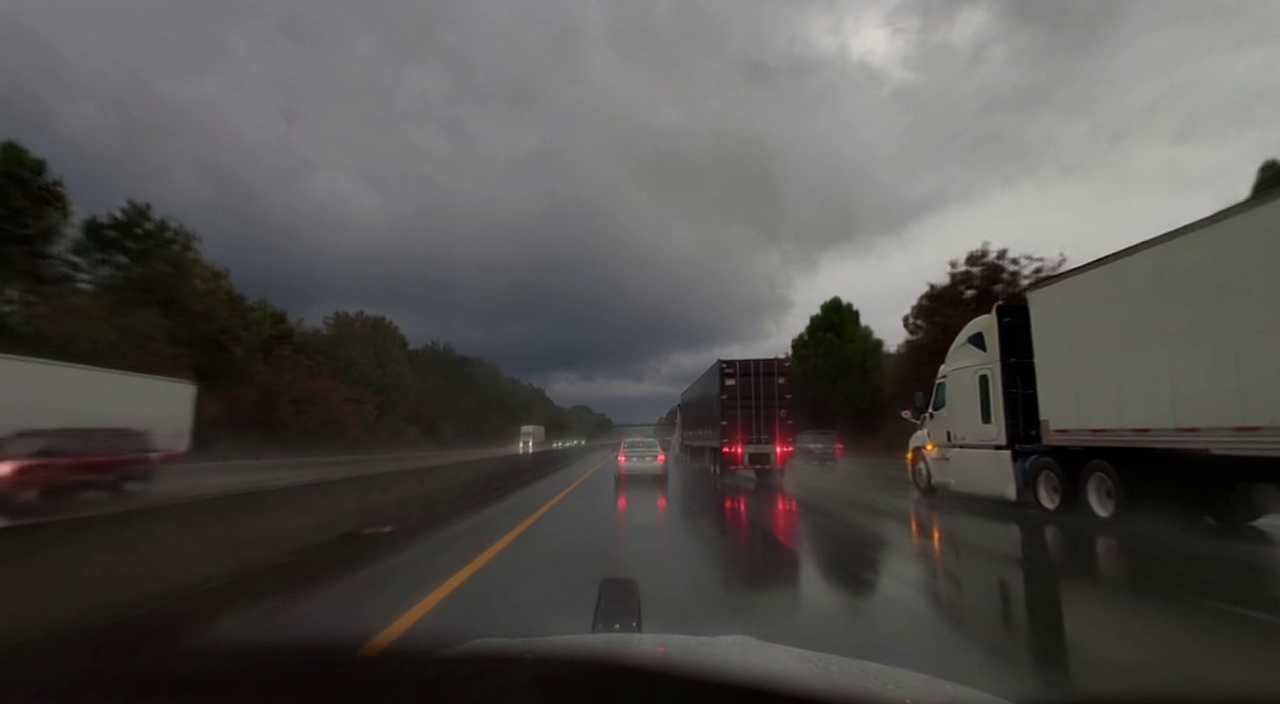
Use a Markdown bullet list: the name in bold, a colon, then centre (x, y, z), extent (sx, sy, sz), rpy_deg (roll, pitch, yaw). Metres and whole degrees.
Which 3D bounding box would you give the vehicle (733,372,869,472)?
- **vehicle**: centre (7.671, 3.801, 33.044), extent (2.876, 4.111, 14.145), rpy_deg (0, -8, -2)

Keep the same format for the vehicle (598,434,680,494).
- **vehicle**: centre (-0.077, 3.053, 17.653), extent (2.038, 1.477, 3.773), rpy_deg (0, -8, -2)

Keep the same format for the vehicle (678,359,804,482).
- **vehicle**: centre (3.802, 3.203, 28.182), extent (2.888, 4.099, 14.183), rpy_deg (0, -8, -2)

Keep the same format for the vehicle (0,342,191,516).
- **vehicle**: centre (-16.516, 1.716, 14.078), extent (2.951, 4.048, 14.085), rpy_deg (0, -8, -2)

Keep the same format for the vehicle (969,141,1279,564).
- **vehicle**: centre (8.155, -0.187, 5.065), extent (3.110, 4.308, 14.260), rpy_deg (0, -8, -1)
